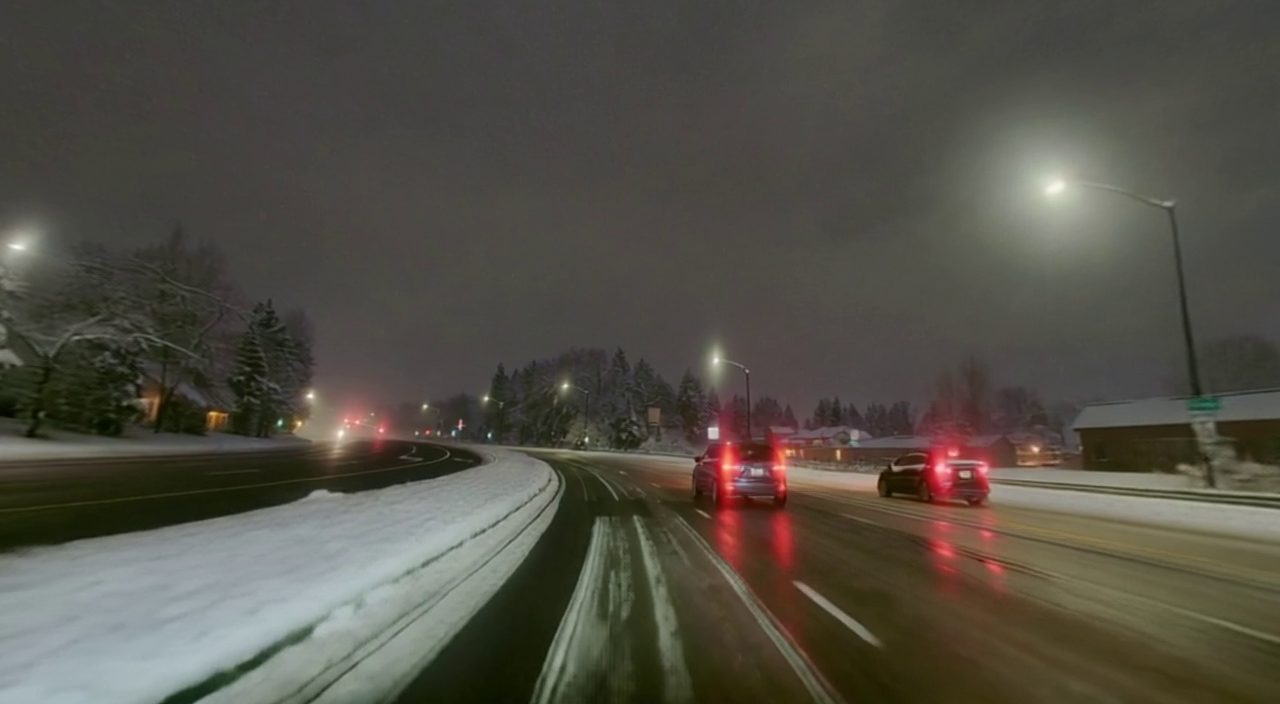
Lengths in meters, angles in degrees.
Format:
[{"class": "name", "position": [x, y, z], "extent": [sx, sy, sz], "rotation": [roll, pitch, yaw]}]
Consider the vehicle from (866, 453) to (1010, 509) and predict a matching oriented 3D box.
[{"class": "vehicle", "position": [9.092, 3.950, 19.830], "extent": [1.940, 1.460, 4.652], "rotation": [1, -8, -5]}]

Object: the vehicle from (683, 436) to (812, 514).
[{"class": "vehicle", "position": [2.487, 2.991, 15.952], "extent": [2.122, 1.646, 4.525], "rotation": [1, -8, -5]}]
